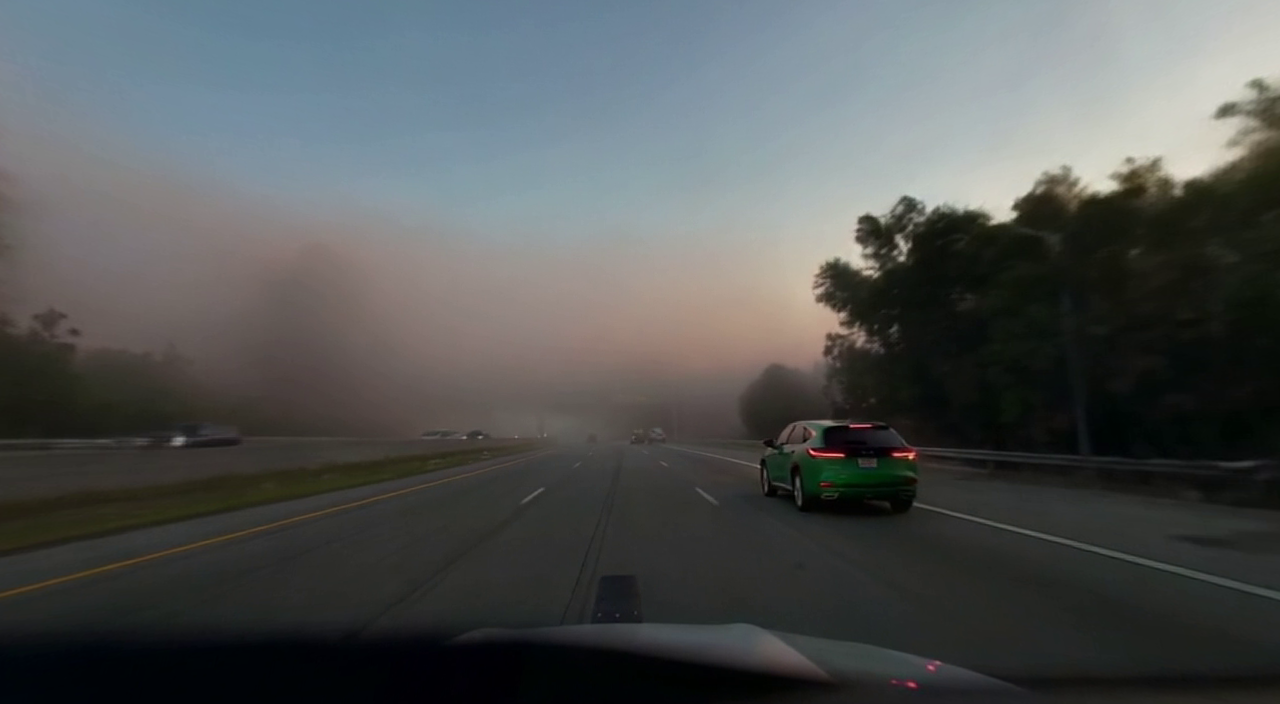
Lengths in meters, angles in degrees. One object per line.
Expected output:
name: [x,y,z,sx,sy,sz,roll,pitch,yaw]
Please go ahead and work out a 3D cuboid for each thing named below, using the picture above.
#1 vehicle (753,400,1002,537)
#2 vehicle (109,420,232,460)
vehicle: [3.294,1.718,9.882,2.107,1.642,4.331,0,-8,-2]
vehicle: [-20.164,3.817,27.360,1.889,1.586,4.578,0,-8,-2]
